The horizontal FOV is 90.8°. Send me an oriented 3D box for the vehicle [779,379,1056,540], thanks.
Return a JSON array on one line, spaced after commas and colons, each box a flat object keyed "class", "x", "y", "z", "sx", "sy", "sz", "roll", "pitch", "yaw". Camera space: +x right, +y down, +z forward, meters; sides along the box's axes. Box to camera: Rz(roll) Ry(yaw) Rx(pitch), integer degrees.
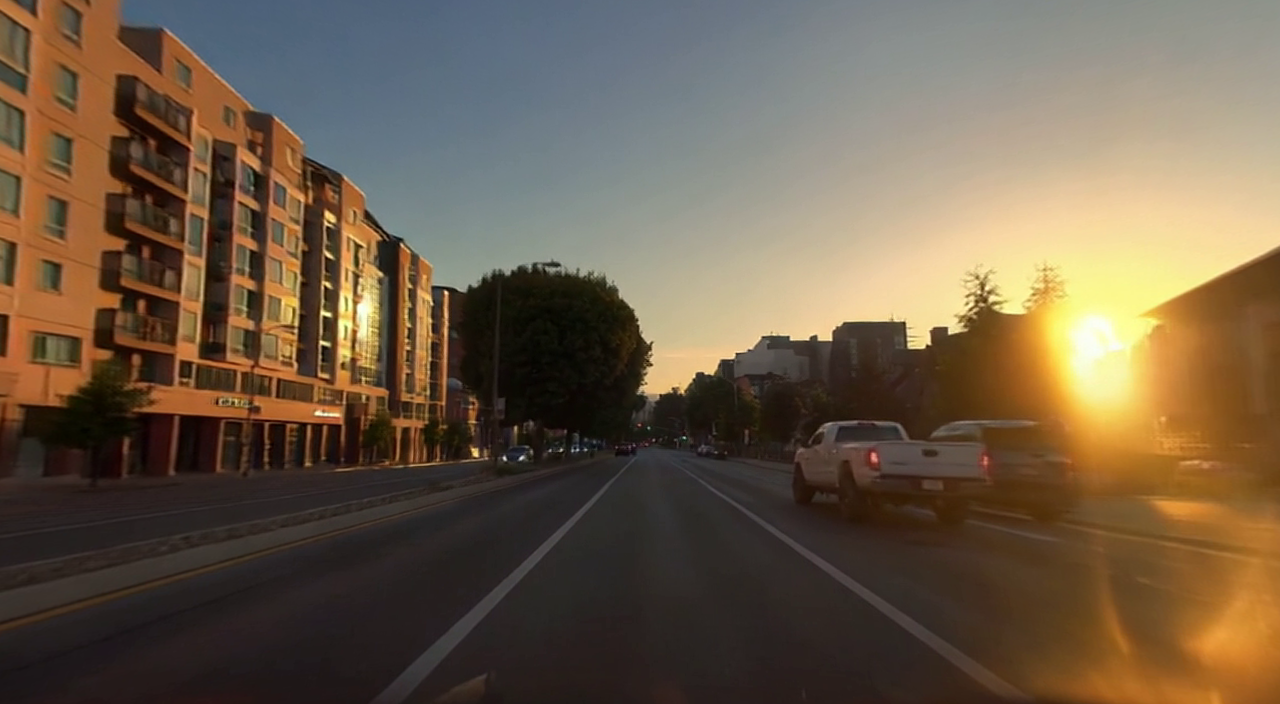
[{"class": "vehicle", "x": 4.812, "y": 2.044, "z": 12.492, "sx": 2.723, "sy": 2.409, "sz": 5.869, "roll": 0, "pitch": -9, "yaw": -1}]
